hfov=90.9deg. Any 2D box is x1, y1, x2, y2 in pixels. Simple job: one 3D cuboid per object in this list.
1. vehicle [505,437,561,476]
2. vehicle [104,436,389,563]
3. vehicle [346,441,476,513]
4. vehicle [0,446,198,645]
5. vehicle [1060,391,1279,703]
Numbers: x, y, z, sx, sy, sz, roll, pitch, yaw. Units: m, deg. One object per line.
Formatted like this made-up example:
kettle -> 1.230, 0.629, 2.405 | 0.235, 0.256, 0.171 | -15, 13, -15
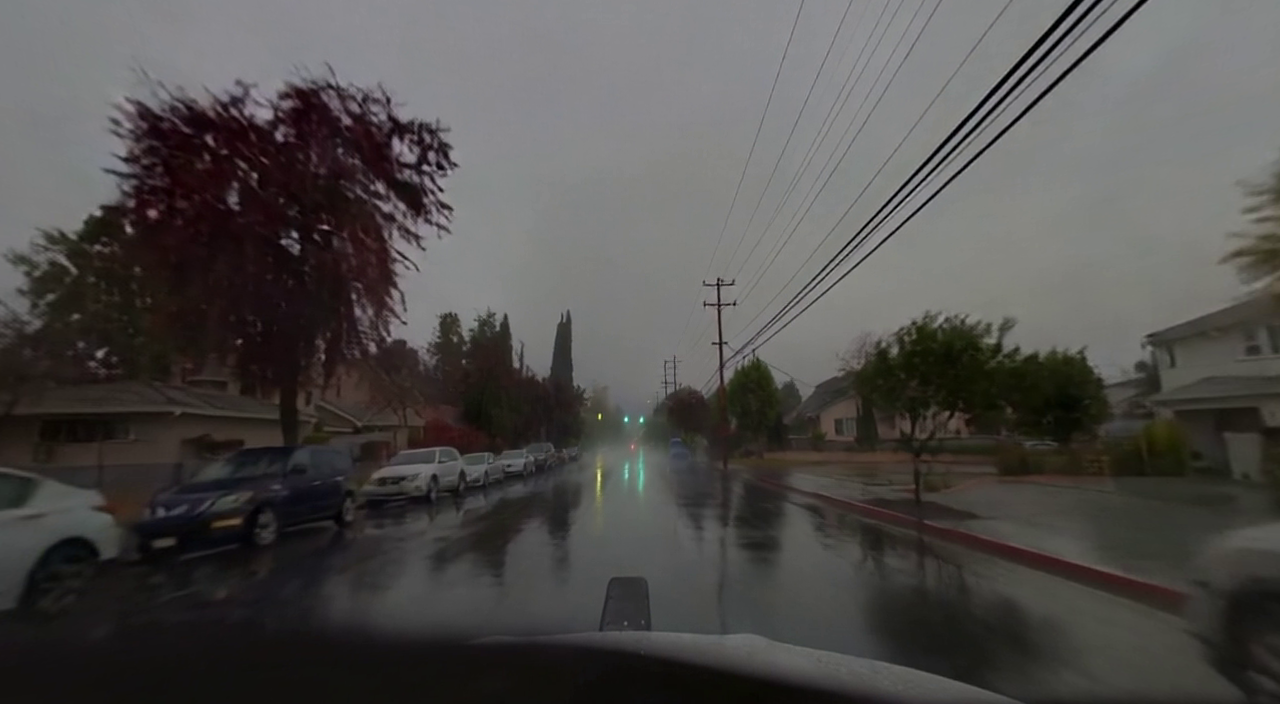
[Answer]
vehicle -> -6.055, 5.972, 36.310 | 2.222, 2.022, 5.547 | 0, -8, 0
vehicle -> -6.186, 2.297, 10.743 | 1.932, 1.673, 4.457 | 0, -8, 1
vehicle -> -6.124, 3.335, 17.494 | 1.848, 1.698, 4.482 | 0, -8, 1
vehicle -> -6.111, 1.489, 4.662 | 2.231, 1.492, 4.727 | 1, -8, 0
vehicle -> 3.870, 0.815, 1.671 | 2.006, 1.607, 5.068 | 0, -9, 0
